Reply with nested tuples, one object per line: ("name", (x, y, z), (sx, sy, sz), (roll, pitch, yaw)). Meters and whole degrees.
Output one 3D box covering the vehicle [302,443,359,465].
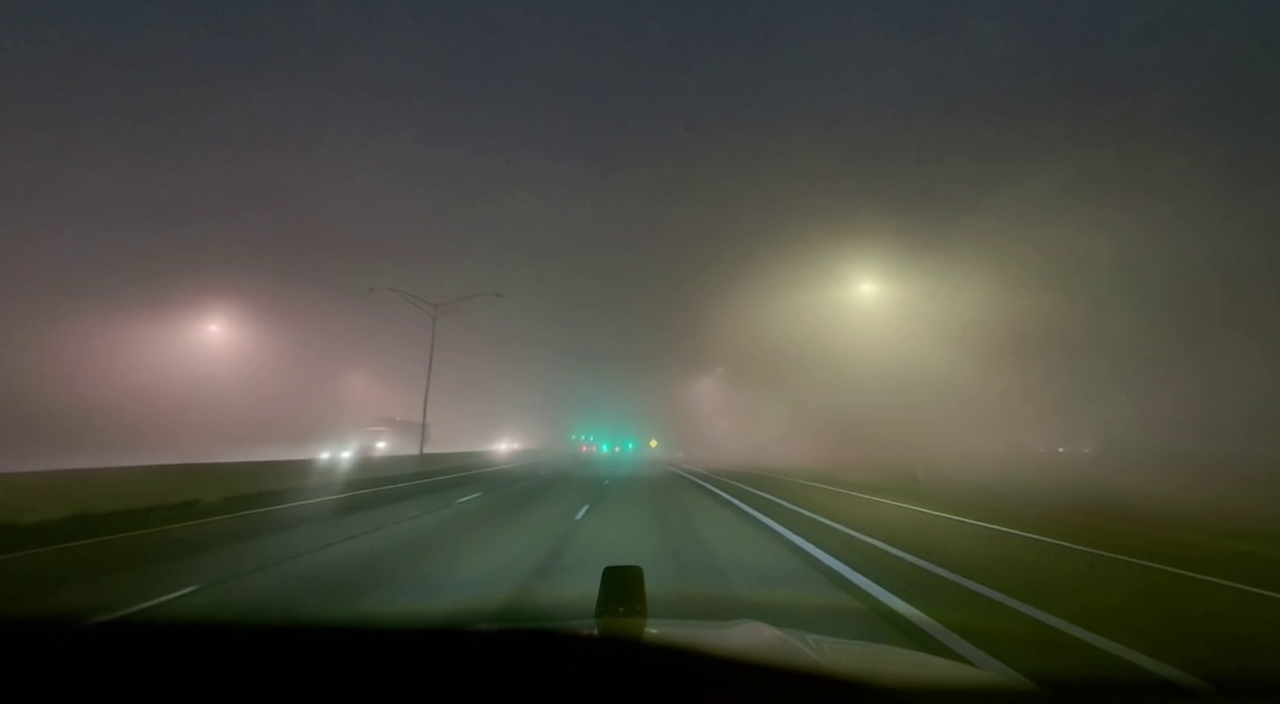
("vehicle", (-22.720, 7.480, 46.441), (1.905, 1.477, 4.669), (0, -8, -1))
